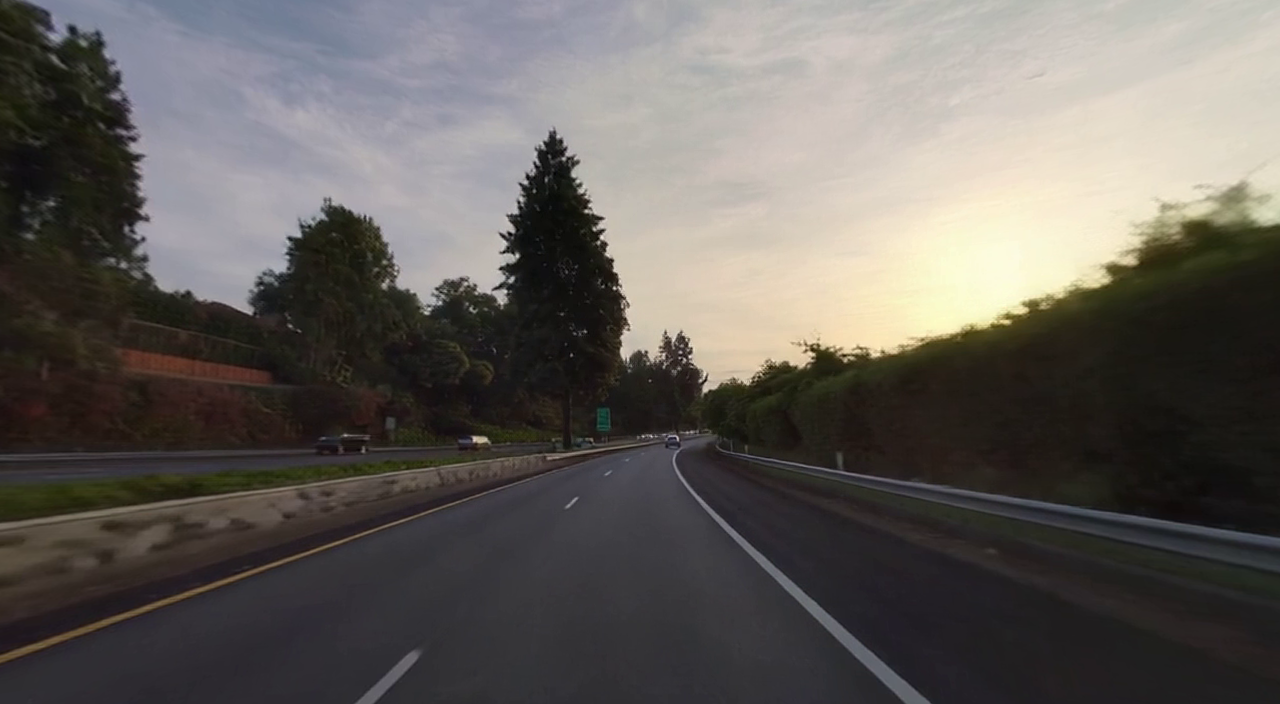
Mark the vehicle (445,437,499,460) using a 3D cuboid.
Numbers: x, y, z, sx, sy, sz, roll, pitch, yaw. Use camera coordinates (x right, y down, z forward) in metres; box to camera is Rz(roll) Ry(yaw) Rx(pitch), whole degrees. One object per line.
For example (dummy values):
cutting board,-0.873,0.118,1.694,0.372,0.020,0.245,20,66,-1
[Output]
vehicle,-12.134,6.972,45.762,2.141,1.612,3.998,-2,-8,13
